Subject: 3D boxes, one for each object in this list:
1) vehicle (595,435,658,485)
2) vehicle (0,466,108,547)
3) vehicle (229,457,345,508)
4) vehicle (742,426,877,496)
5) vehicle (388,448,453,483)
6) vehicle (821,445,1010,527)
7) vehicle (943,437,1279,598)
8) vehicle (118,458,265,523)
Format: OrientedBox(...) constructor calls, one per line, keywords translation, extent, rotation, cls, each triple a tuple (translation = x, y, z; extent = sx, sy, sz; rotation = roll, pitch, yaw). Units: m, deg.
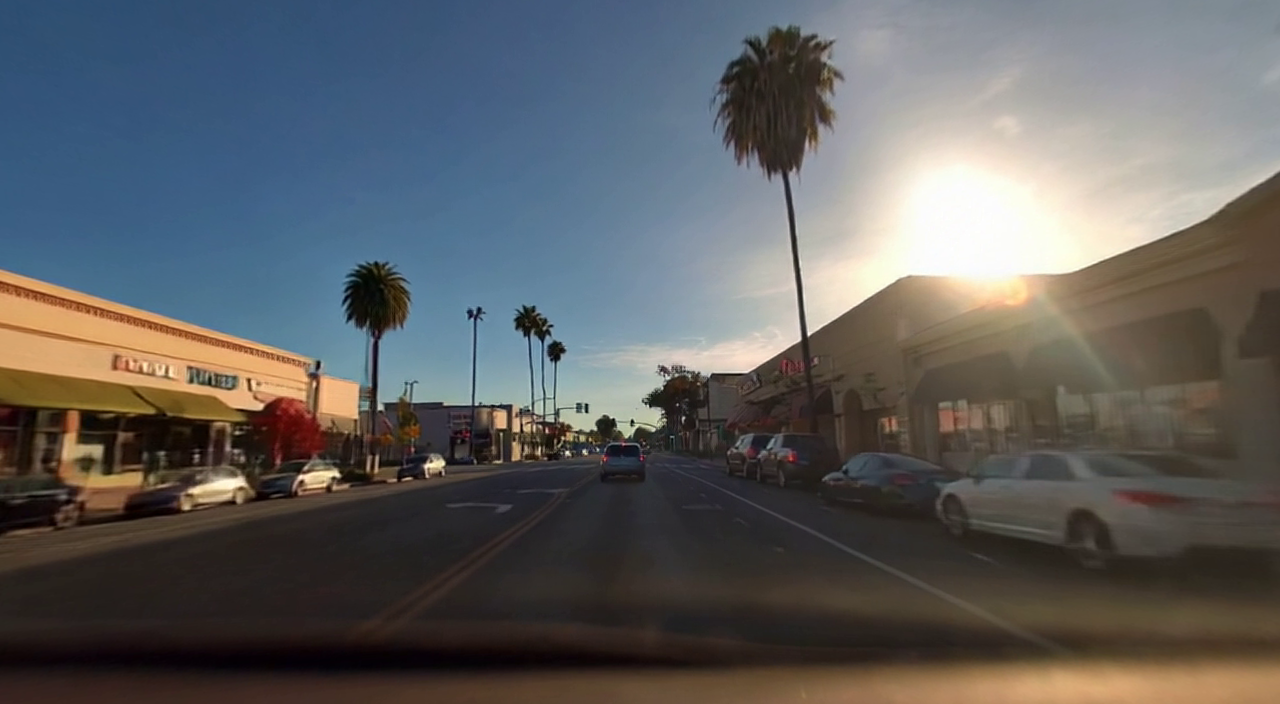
OrientedBox(translation=(-0.485, 4.185, 24.696), extent=(2.239, 1.763, 4.096), rotation=(0, -8, 0), cls="vehicle")
OrientedBox(translation=(-13.086, 3.056, 12.111), extent=(1.804, 1.441, 4.534), rotation=(-4, -8, 0), cls="vehicle")
OrientedBox(translation=(-13.363, 4.929, 24.215), extent=(1.914, 1.489, 4.523), rotation=(-4, -8, 0), cls="vehicle")
OrientedBox(translation=(5.416, 3.616, 21.358), extent=(2.568, 1.974, 6.203), rotation=(0, -8, -3), cls="vehicle")
OrientedBox(translation=(-13.516, 6.974, 39.065), extent=(2.296, 1.847, 4.856), rotation=(-4, -8, -1), cls="vehicle")
OrientedBox(translation=(5.571, 2.730, 13.575), extent=(1.805, 1.429, 4.911), rotation=(0, -8, -1), cls="vehicle")
OrientedBox(translation=(5.914, 1.861, 8.119), extent=(1.727, 1.456, 4.569), rotation=(0, -8, 0), cls="vehicle")
OrientedBox(translation=(-13.252, 4.066, 18.900), extent=(1.774, 1.522, 3.699), rotation=(-4, -8, -2), cls="vehicle")
